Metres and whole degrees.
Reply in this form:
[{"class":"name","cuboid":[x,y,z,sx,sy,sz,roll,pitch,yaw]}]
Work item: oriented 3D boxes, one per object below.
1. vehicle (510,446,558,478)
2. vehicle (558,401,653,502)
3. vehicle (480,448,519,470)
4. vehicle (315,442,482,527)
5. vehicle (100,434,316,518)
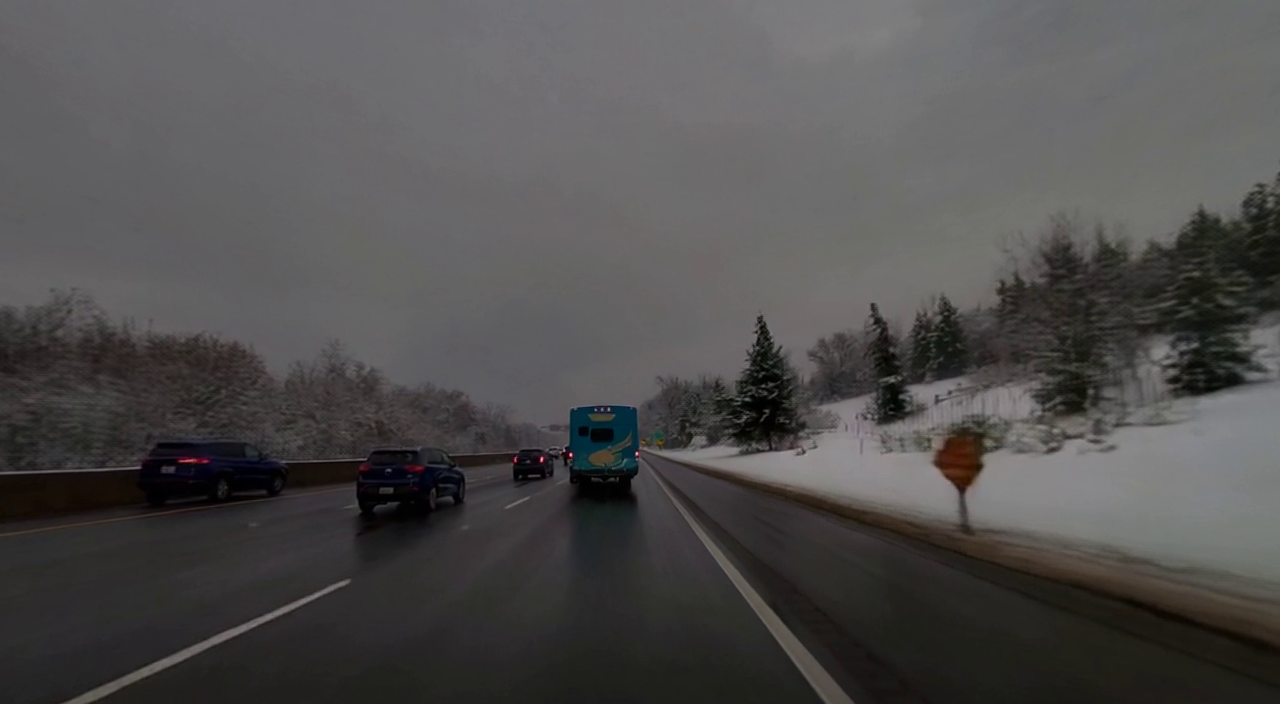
[{"class":"vehicle","cuboid":[-5.253,5.516,31.607,1.872,1.480,3.545,0,-9,-1]},{"class":"vehicle","cuboid":[-0.928,2.962,18.787,2.394,2.556,5.232,0,-9,-1]},{"class":"vehicle","cuboid":[-10.067,7.672,45.195,1.886,1.462,4.084,0,-9,-1]},{"class":"vehicle","cuboid":[-4.742,2.636,13.069,1.876,1.438,4.072,0,-9,0]},{"class":"vehicle","cuboid":[-9.654,2.785,14.597,2.010,1.621,4.252,0,-9,-1]}]
